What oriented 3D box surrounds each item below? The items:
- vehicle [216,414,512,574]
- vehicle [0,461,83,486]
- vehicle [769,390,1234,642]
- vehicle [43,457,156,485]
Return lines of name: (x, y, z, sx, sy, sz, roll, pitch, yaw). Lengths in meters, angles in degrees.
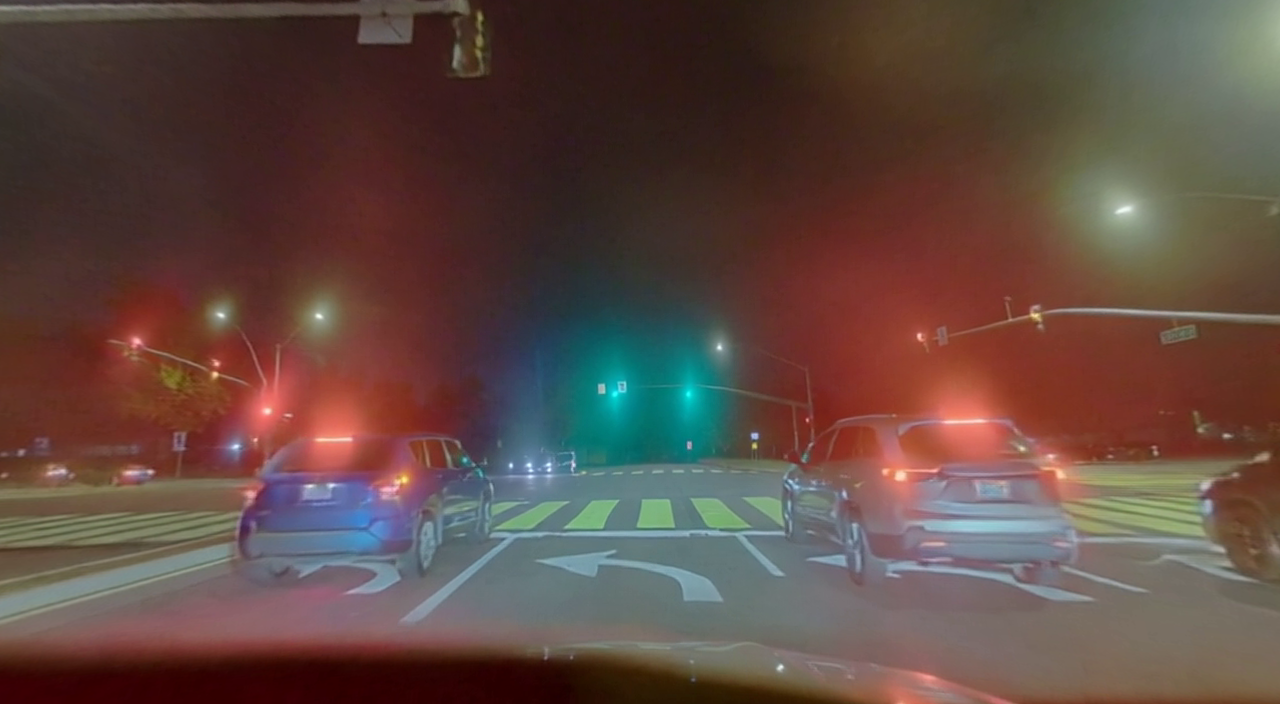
vehicle: (-3.043, 1.630, 8.010, 1.969, 1.513, 3.773, 0, -8, 1)
vehicle: (-38.733, 7.774, 40.373, 4.461, 1.469, 1.788, 0, -8, -1)
vehicle: (2.876, 1.405, 6.526, 2.099, 1.671, 4.491, 0, -8, -1)
vehicle: (-31.825, 7.002, 37.270, 4.825, 1.483, 1.817, 1, -8, -3)
